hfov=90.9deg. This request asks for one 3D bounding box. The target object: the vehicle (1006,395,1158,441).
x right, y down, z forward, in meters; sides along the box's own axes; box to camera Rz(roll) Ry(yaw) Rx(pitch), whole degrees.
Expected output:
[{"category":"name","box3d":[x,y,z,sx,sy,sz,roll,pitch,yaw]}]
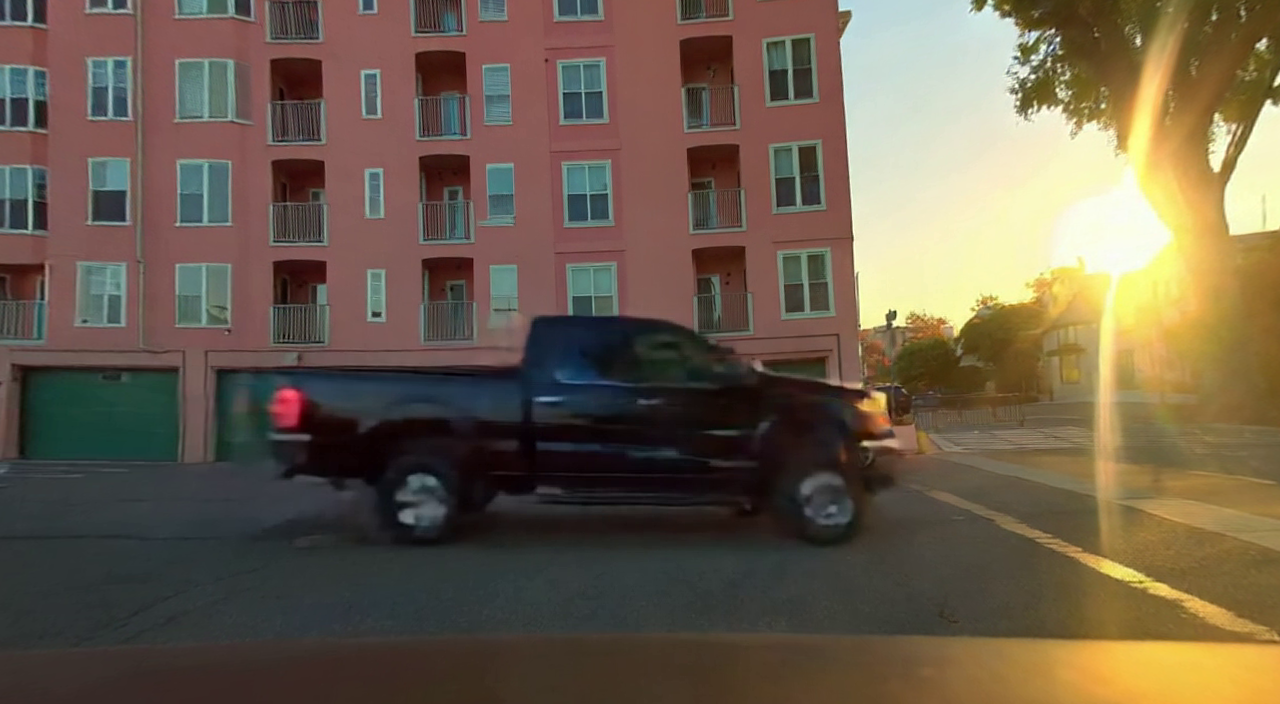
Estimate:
[{"category":"vehicle","box3d":[15.751,2.387,22.640,3.905,1.475,2.057,-1,-8,-2]}]

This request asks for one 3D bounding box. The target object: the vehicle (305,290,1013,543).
[{"category":"vehicle","box3d":[0.143,0.639,6.065,5.448,1.974,2.176,0,-8,0]}]
